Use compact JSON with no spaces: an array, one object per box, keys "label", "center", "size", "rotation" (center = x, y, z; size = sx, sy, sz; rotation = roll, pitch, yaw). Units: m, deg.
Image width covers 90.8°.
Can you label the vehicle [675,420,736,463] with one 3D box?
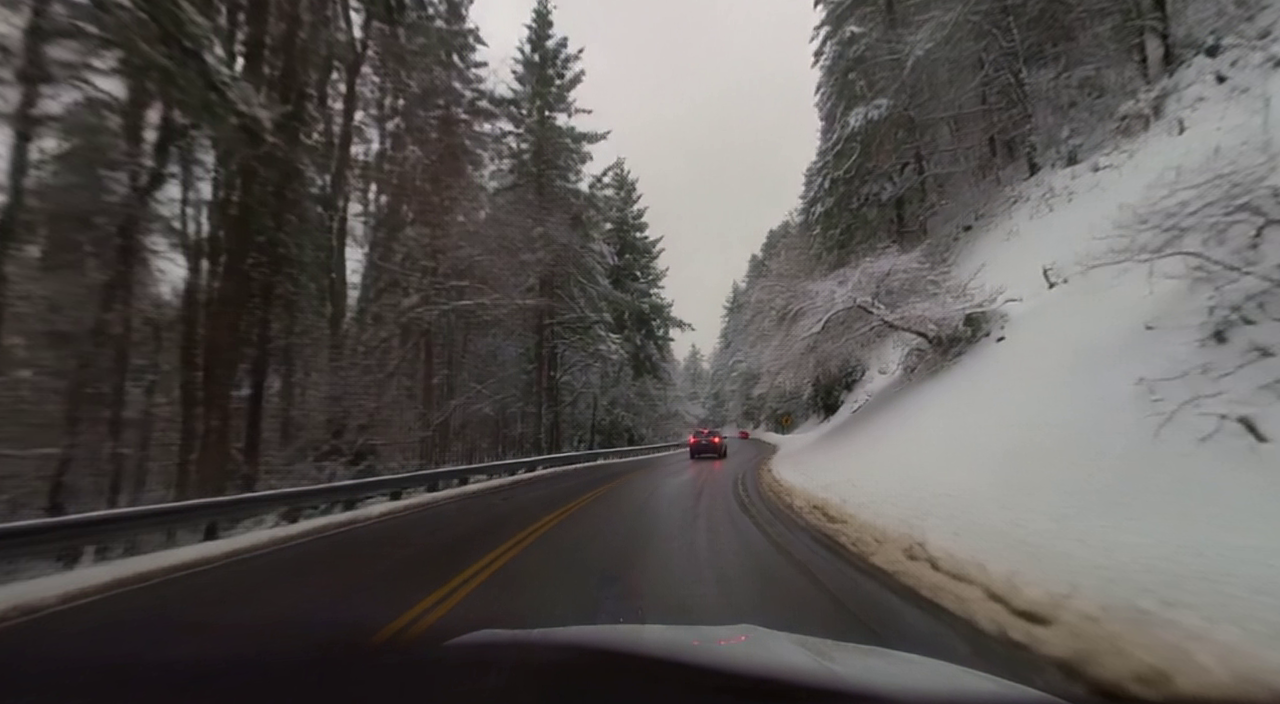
[{"label":"vehicle","center":[3.425,4.541,31.947],"size":[2.469,1.953,5.605],"rotation":[-2,-9,12]}]
